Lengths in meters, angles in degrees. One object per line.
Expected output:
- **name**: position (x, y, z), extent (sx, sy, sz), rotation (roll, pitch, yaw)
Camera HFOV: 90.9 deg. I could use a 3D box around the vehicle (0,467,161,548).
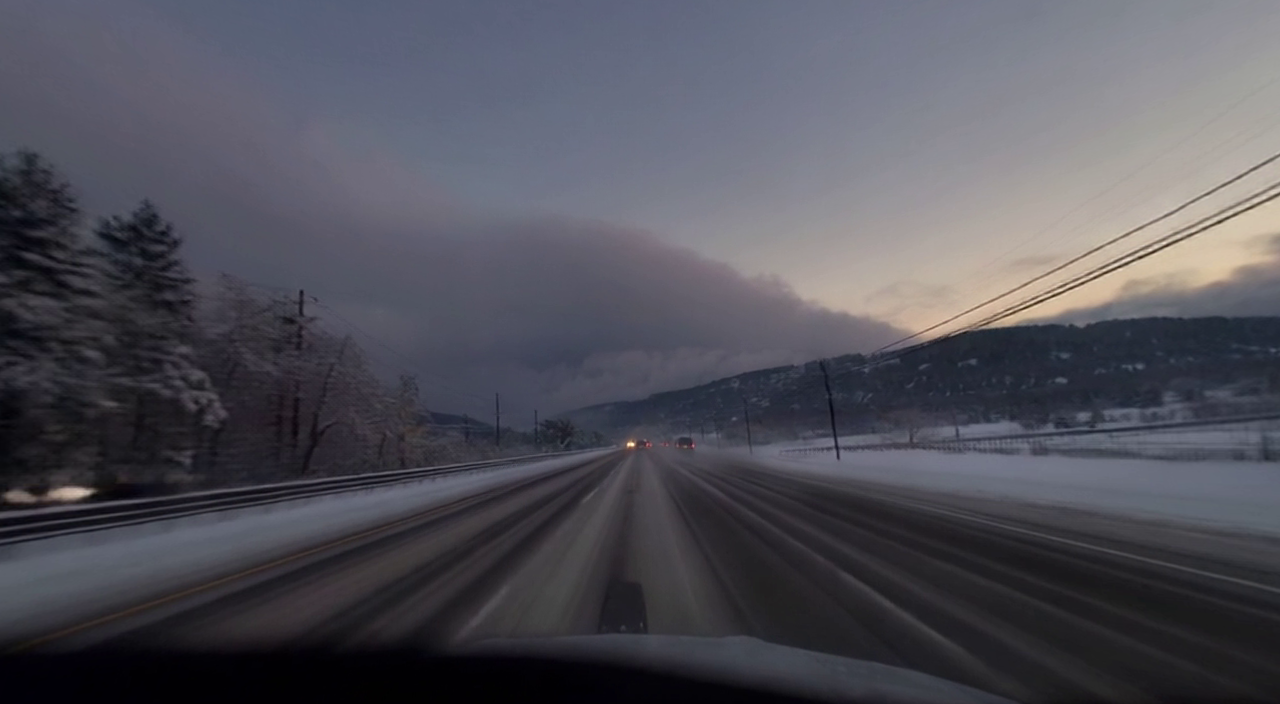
- **vehicle**: position (-16.499, 4.240, 17.858), extent (2.122, 1.774, 4.756), rotation (0, -8, 0)
